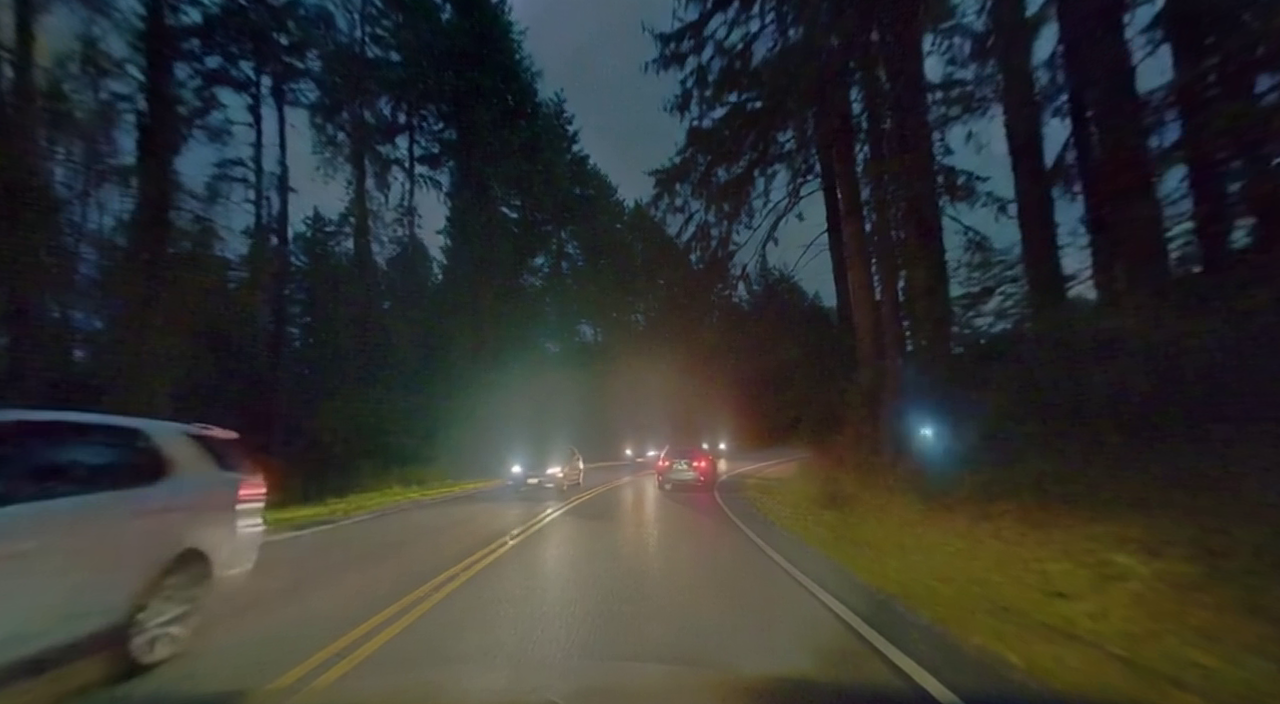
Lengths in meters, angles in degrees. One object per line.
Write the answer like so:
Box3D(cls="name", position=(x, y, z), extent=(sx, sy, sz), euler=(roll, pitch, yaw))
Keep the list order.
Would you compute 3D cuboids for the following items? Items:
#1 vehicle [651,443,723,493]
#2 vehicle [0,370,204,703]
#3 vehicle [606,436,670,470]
Box3D(cls="vehicle", position=(1.777, 4.022, 22.304), extent=(2.274, 1.583, 4.349), euler=(-1, -9, 8))
Box3D(cls="vehicle", position=(-4.157, 0.828, 2.126), extent=(2.173, 1.738, 4.297), euler=(0, -9, 2))
Box3D(cls="vehicle", position=(-0.034, 5.584, 34.985), extent=(2.347, 1.757, 4.359), euler=(-2, -9, 17))
